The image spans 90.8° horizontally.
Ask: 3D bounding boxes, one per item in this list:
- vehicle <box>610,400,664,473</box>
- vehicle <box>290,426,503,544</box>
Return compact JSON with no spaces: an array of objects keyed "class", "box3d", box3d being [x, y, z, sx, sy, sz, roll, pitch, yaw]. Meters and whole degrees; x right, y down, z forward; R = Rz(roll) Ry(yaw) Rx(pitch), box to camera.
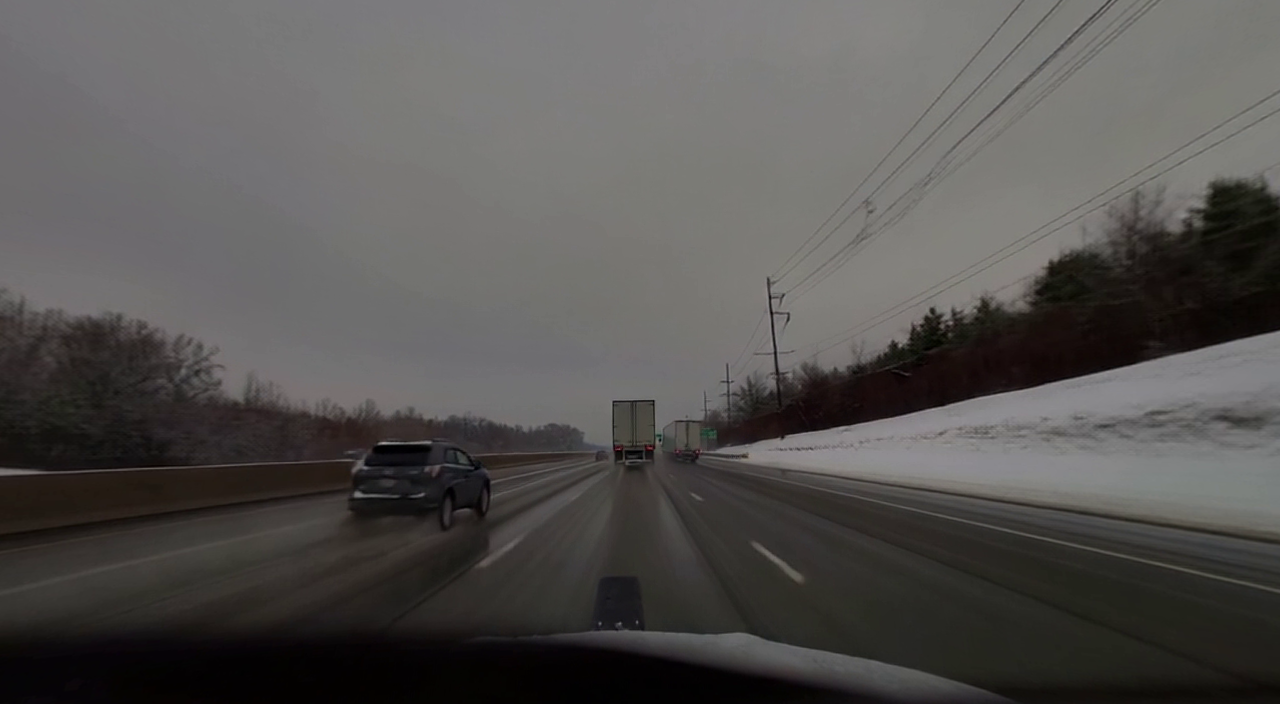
[{"class":"vehicle","box3d":[-0.137,5.476,40.225,2.985,4.025,10.982,0,-9,0]},{"class":"vehicle","box3d":[-3.964,2.237,11.236,2.050,1.679,4.253,0,-9,0]}]
